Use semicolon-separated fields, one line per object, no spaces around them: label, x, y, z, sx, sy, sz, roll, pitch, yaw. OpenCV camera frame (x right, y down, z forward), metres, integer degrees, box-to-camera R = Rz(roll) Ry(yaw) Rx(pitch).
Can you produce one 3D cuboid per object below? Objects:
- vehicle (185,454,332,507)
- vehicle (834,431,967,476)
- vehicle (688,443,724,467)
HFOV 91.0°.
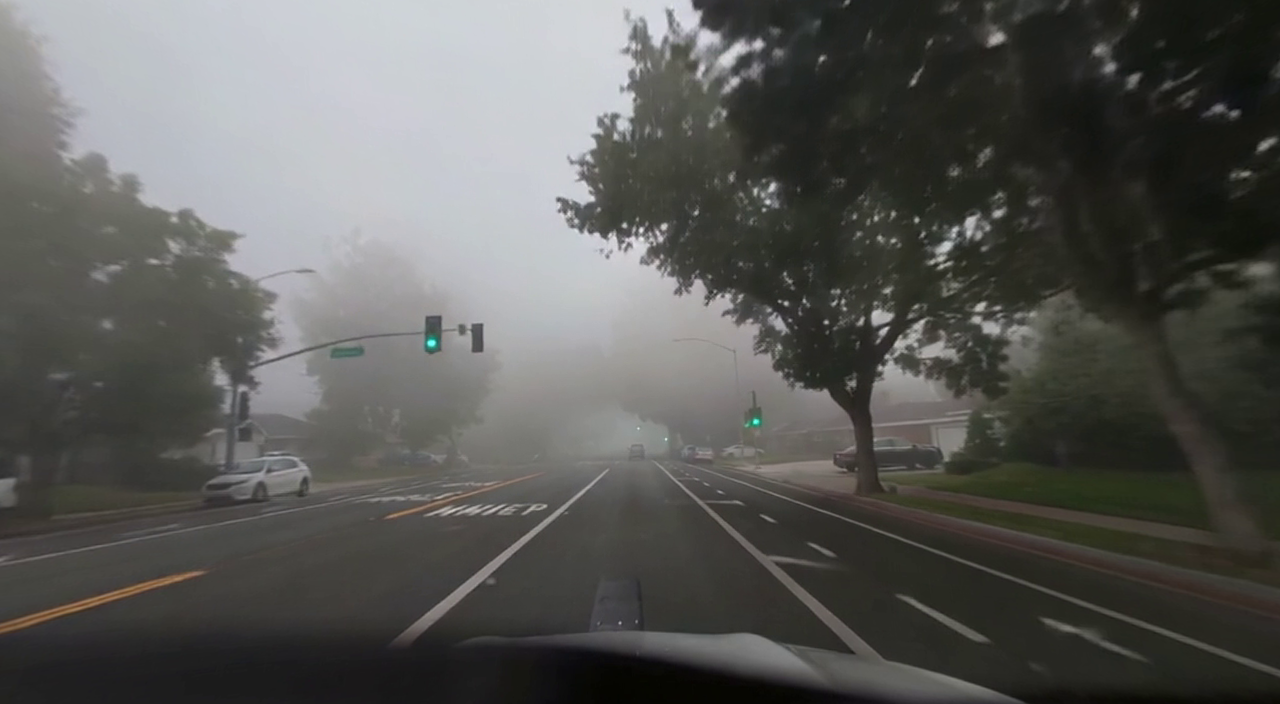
vehicle;-12.145;4.104;20.479;1.888;1.477;4.629;-1;-10;0
vehicle;11.298;4.426;27.576;4.880;1.842;2.069;0;-9;-1
vehicle;5.125;8.073;49.529;2.164;1.729;4.488;0;-9;-2
